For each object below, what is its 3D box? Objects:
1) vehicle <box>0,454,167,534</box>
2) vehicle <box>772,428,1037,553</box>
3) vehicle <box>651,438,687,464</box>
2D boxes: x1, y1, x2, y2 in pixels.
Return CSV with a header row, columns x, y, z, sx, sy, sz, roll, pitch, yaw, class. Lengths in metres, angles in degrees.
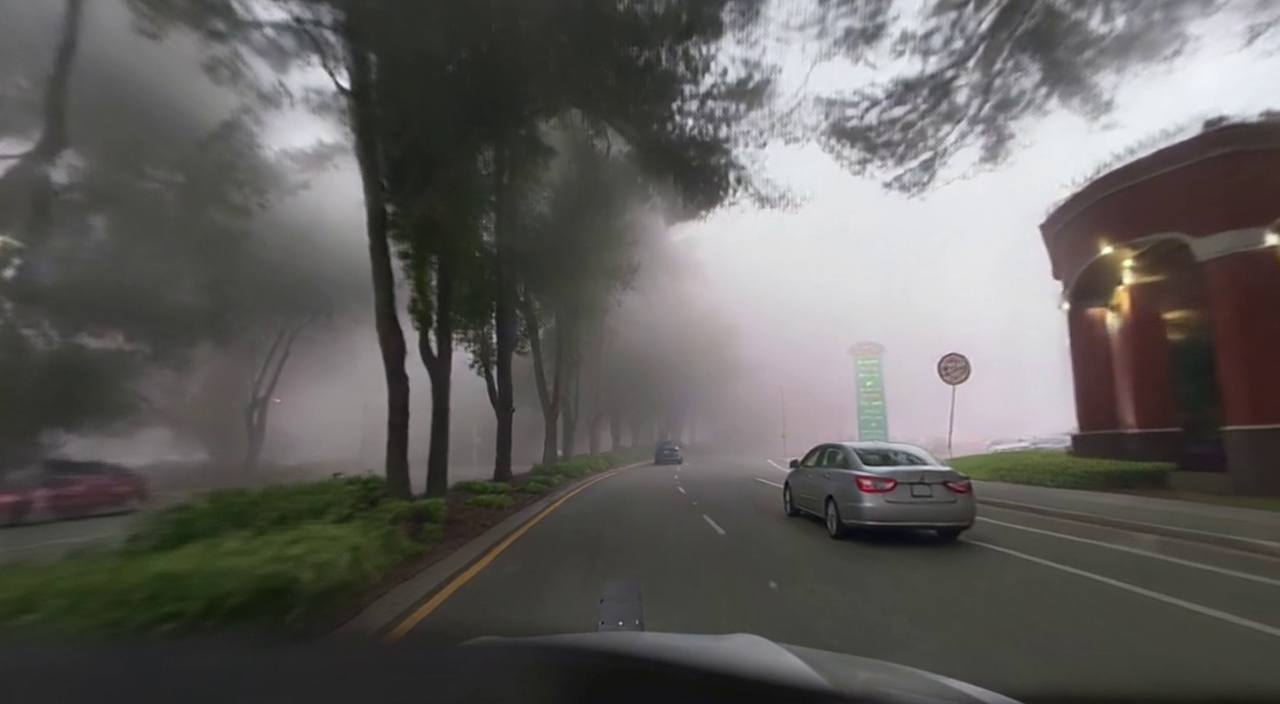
x,y,z,sx,sy,sz,roll,pitch,yaw,class
-14.693,3.480,16.099,1.910,1.667,4.290,0,-8,0,vehicle
3.746,2.051,10.178,2.132,1.497,4.827,0,-8,-1,vehicle
2.087,6.903,44.178,2.123,1.703,4.292,-1,-8,8,vehicle
